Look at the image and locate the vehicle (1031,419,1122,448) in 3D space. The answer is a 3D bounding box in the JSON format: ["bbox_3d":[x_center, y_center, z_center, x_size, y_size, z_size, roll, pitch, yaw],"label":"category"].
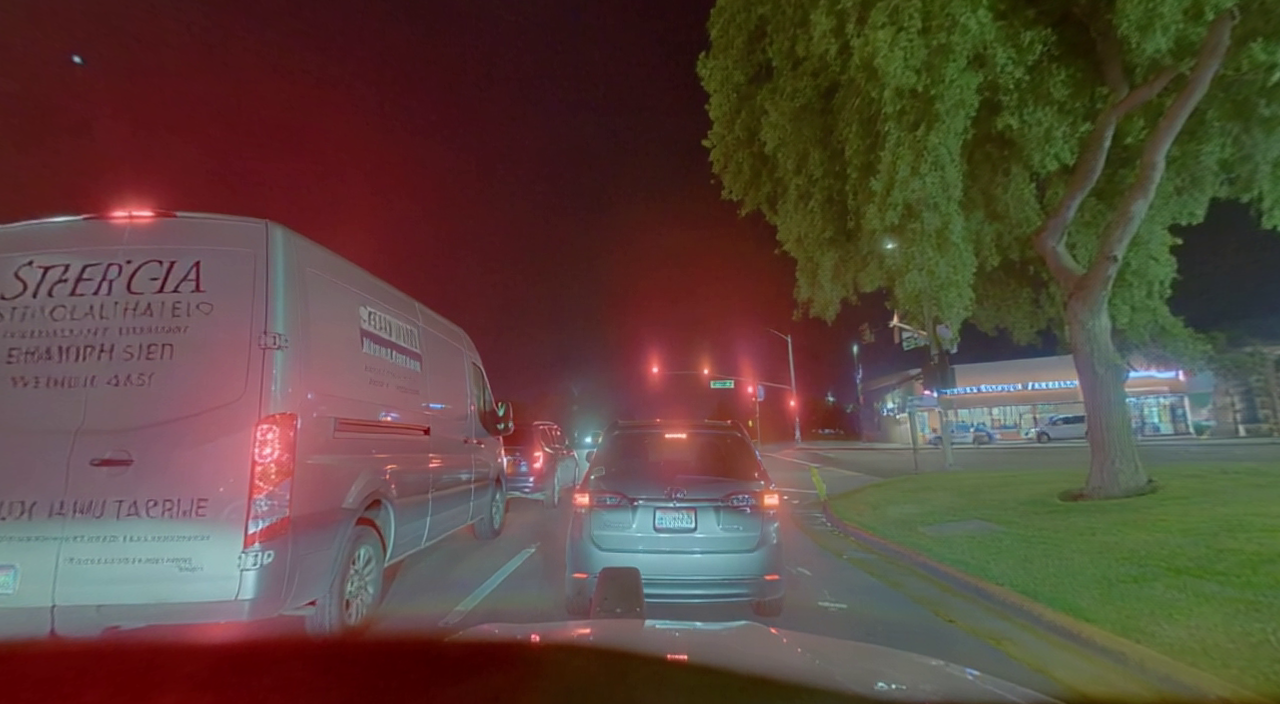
[{"bbox_3d":[31.993,6.037,46.191,5.084,2.041,2.360,2,-9,-9],"label":"vehicle"}]

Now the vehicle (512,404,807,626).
[{"bbox_3d":[0.300,1.636,7.345,2.398,1.773,4.254,-1,-8,4],"label":"vehicle"}]

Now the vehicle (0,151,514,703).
[{"bbox_3d":[-3.089,0.875,5.869,2.555,3.035,5.702,0,-8,1],"label":"vehicle"}]

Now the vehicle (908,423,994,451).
[{"bbox_3d":[21.944,6.044,44.542,5.021,1.848,2.210,1,-9,-9],"label":"vehicle"}]
